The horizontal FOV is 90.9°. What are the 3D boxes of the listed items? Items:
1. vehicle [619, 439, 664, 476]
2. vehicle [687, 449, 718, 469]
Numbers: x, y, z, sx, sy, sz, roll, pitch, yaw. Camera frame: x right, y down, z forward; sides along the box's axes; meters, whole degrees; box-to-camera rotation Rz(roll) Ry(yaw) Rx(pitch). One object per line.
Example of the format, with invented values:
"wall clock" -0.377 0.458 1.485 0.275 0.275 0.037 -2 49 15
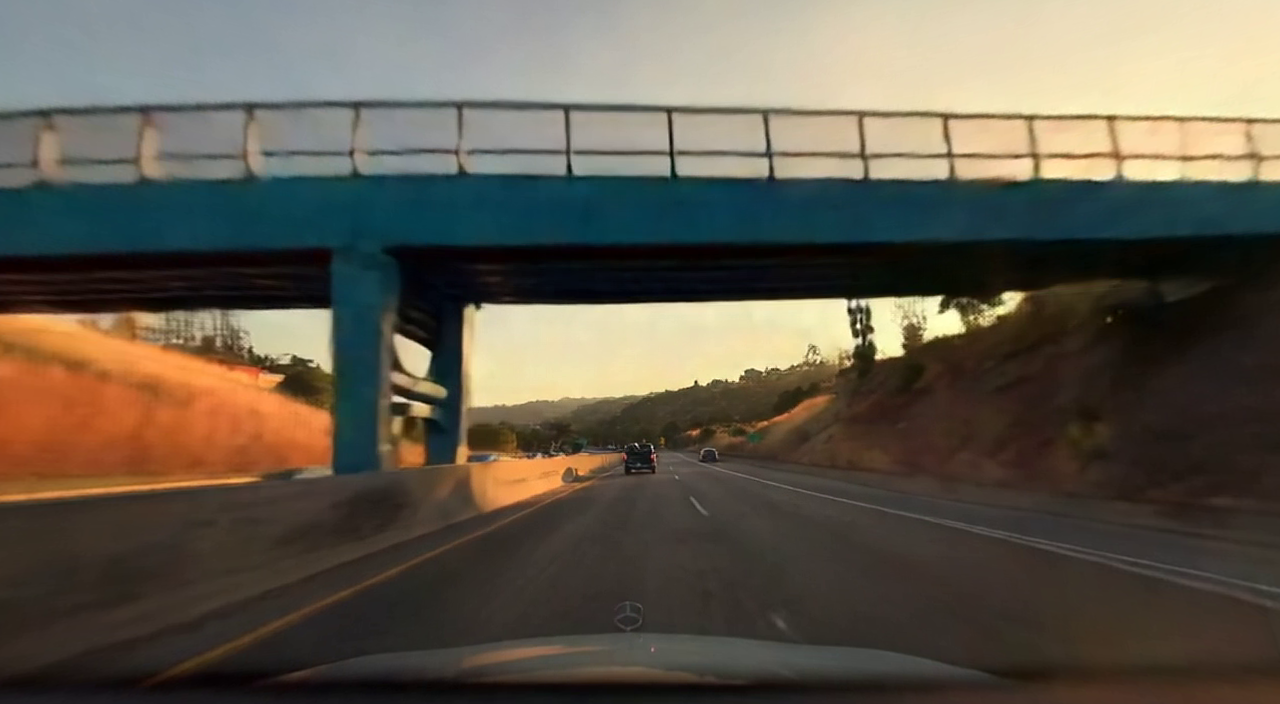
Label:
"vehicle" 0.170 5.982 35.984 2.369 1.948 5.343 0 -9 2
"vehicle" 4.884 8.430 49.956 1.988 1.505 4.958 0 -9 0
